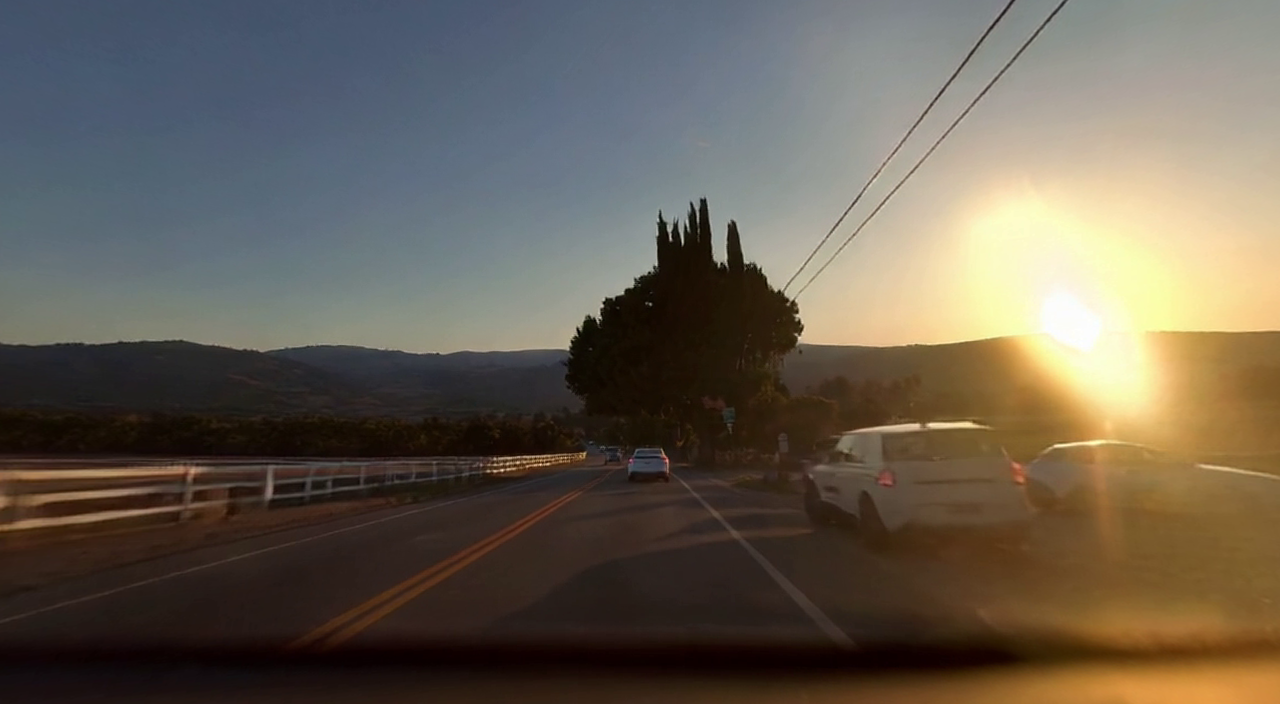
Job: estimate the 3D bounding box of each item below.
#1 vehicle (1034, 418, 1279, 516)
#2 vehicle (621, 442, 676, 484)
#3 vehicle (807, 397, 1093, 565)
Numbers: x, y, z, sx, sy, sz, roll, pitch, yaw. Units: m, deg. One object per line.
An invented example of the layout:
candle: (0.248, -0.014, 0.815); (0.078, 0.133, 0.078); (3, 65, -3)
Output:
vehicle: (10.474, 2.173, 12.298); (1.975, 1.545, 4.333); (3, -9, -20)
vehicle: (0.359, 4.742, 27.228); (2.158, 1.669, 4.006); (0, -9, 1)
vehicle: (4.397, 1.934, 10.270); (2.348, 1.969, 5.269); (-1, -9, 5)
